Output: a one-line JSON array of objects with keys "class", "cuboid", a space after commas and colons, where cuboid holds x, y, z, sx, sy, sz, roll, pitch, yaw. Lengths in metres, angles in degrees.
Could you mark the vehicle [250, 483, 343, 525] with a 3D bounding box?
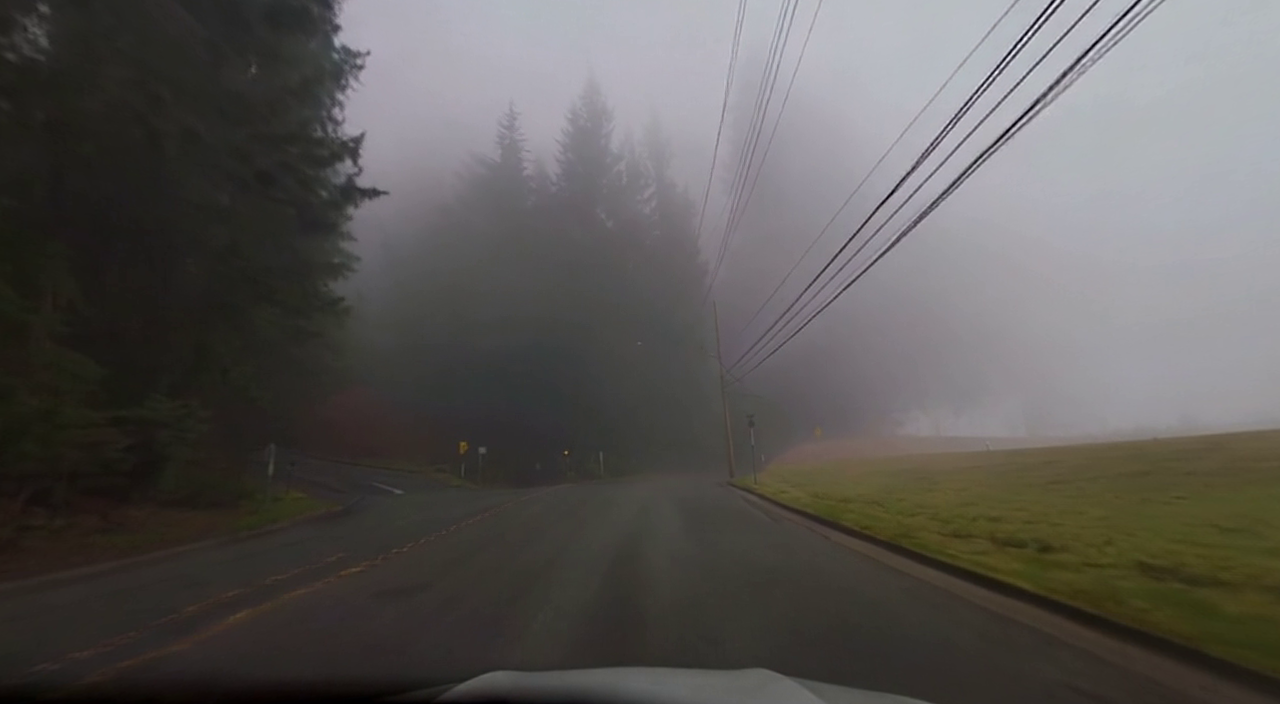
[{"class": "vehicle", "cuboid": [-16.829, 7.383, 30.858, 4.043, 1.673, 1.970, -5, -10, 28]}]
